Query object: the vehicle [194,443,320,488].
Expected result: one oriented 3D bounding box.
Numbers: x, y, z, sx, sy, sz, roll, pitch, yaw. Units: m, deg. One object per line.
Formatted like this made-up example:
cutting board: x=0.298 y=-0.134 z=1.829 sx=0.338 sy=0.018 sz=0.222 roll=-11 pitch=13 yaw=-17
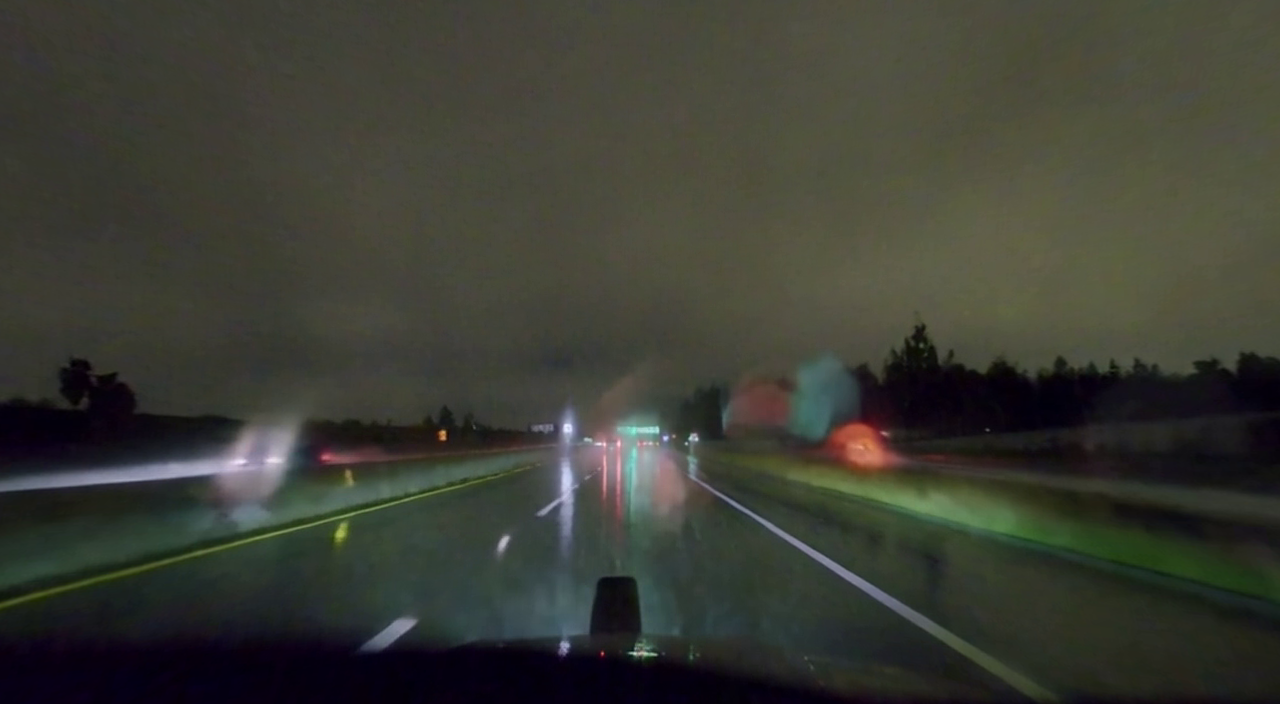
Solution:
vehicle: x=-16.122 y=4.744 z=26.907 sx=2.164 sy=1.690 sz=5.078 roll=-1 pitch=-8 yaw=0
